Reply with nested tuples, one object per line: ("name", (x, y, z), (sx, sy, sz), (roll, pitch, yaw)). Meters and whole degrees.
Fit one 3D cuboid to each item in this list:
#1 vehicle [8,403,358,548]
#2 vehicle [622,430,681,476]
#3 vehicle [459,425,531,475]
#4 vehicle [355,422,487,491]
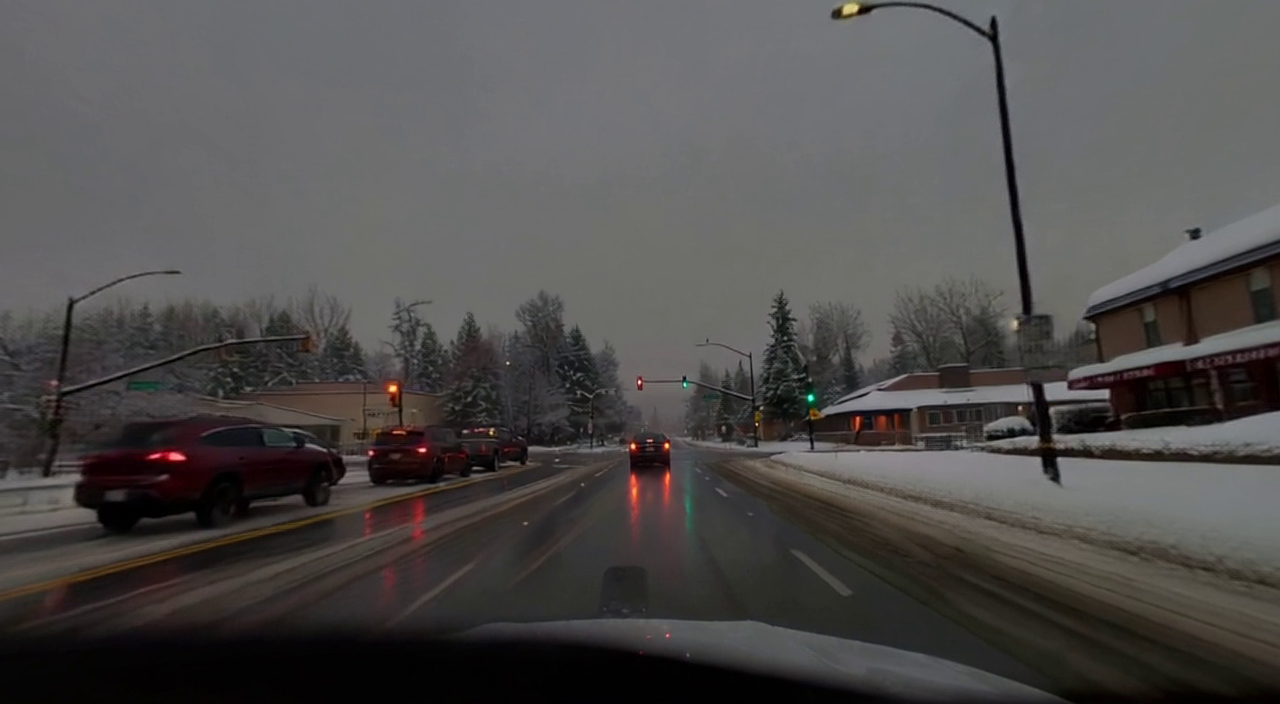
("vehicle", (-6.892, 1.920, 10.464), (1.951, 1.809, 4.917), (0, -9, 2))
("vehicle", (0.478, 4.055, 25.418), (2.197, 1.682, 3.642), (0, -9, 2))
("vehicle", (-6.386, 4.411, 28.425), (2.316, 2.014, 5.215), (0, -9, -3))
("vehicle", (-6.595, 3.219, 19.718), (2.111, 1.864, 4.932), (0, -9, 3))
